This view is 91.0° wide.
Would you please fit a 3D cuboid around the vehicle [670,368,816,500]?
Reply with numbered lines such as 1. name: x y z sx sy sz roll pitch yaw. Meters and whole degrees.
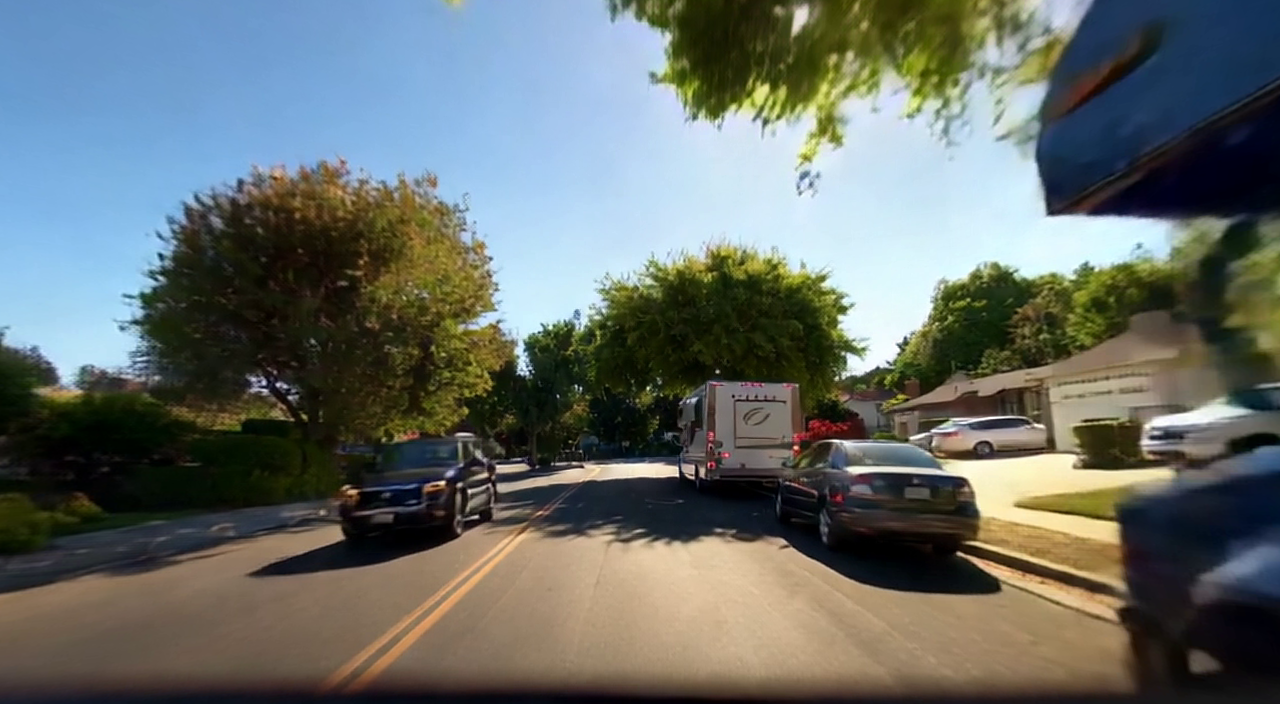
1. vehicle: 2.733 2.654 20.032 2.915 3.243 8.972 0 -8 -1

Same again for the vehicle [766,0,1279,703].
1. vehicle: 3.028 -0.207 0.838 3.052 3.440 11.052 0 -8 -2

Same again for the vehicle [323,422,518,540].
1. vehicle: -3.752 2.282 11.781 2.194 1.763 4.288 0 -8 -2
